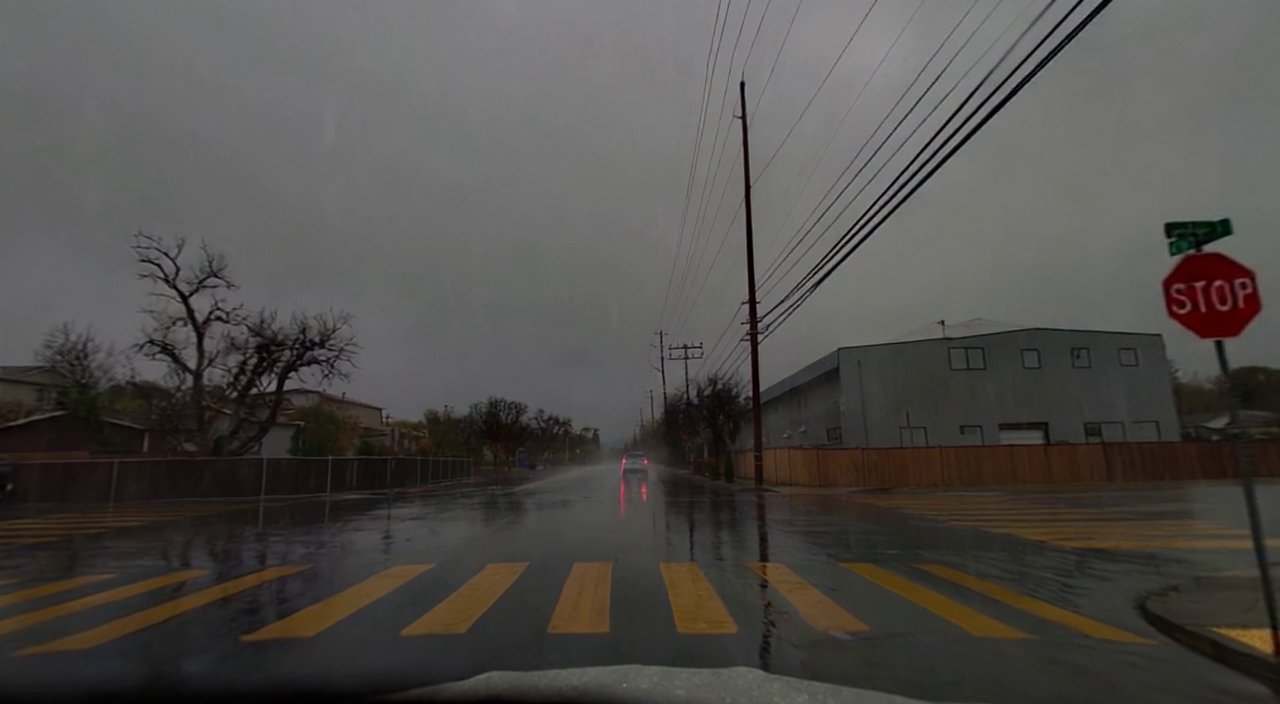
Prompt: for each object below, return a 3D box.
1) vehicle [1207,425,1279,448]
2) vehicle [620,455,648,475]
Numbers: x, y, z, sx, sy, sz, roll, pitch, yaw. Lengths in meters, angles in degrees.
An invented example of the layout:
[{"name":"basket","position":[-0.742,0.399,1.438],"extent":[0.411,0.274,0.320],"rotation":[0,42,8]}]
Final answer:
[{"name":"vehicle","position":[44.588,6.116,45.670],"extent":[2.251,1.596,5.193],"rotation":[0,-8,0]},{"name":"vehicle","position":[-0.474,8.803,49.340],"extent":[2.064,1.477,3.968],"rotation":[0,-9,0]}]
